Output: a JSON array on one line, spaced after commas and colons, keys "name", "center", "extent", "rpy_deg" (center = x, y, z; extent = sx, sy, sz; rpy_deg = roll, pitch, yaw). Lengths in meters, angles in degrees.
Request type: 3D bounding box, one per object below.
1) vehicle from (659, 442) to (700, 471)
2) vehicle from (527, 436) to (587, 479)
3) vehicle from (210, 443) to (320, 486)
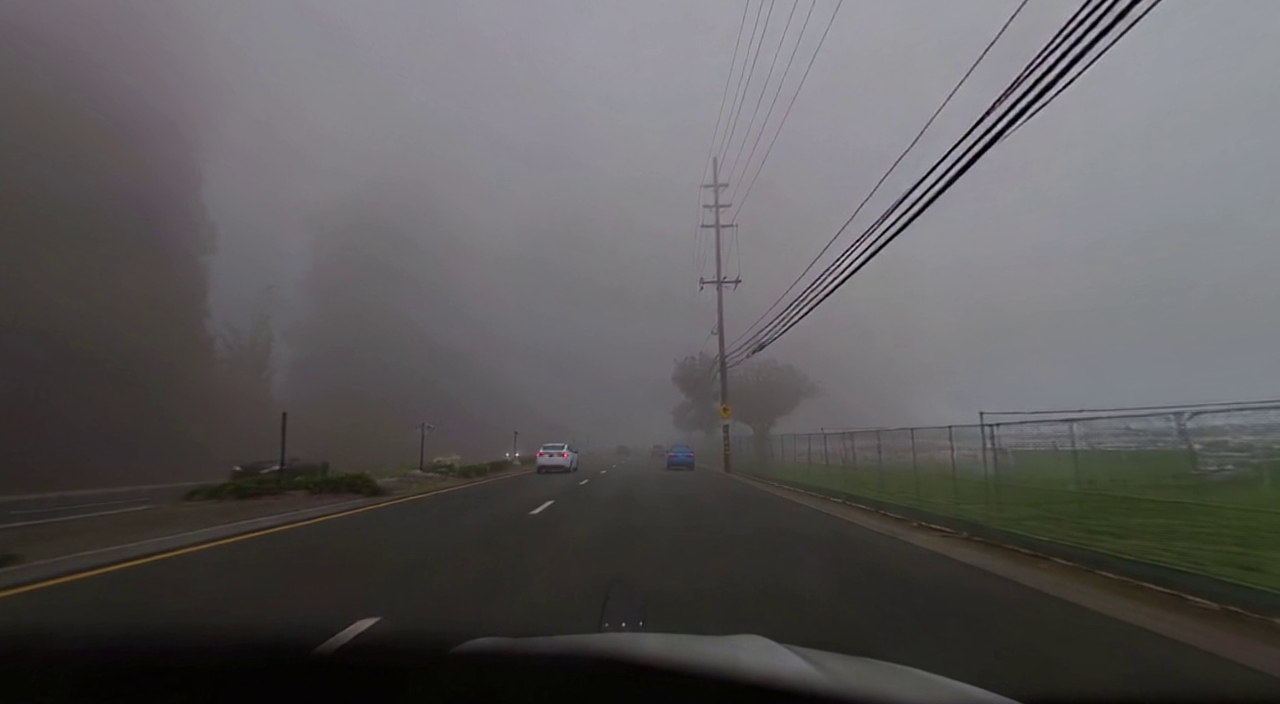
[{"name": "vehicle", "center": [2.102, 5.756, 34.803], "extent": [2.059, 1.486, 3.980], "rpy_deg": [0, -8, 0]}, {"name": "vehicle", "center": [-3.528, 4.561, 27.458], "extent": [1.950, 1.692, 4.397], "rpy_deg": [0, -8, 1]}, {"name": "vehicle", "center": [-16.586, 4.959, 28.082], "extent": [2.073, 1.715, 4.524], "rpy_deg": [0, -8, 1]}]
